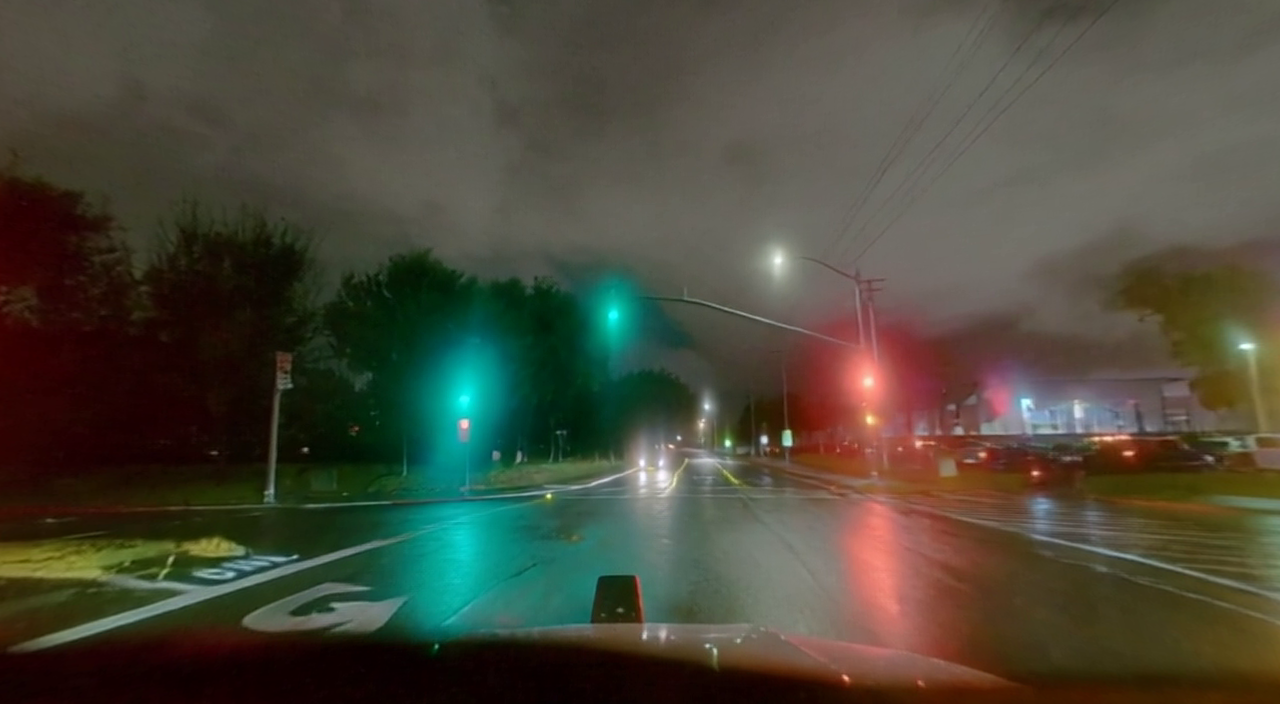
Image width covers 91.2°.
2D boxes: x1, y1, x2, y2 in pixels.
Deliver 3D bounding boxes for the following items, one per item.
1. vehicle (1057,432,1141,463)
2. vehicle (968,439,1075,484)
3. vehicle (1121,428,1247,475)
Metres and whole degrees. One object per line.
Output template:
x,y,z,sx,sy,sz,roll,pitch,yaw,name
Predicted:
24.061,5.033,33.002,1.860,1.511,3.569,-2,-8,4,vehicle
14.096,3.989,23.080,4.295,1.508,1.955,7,-11,-40,vehicle
19.818,3.593,22.800,4.522,1.546,1.941,5,-10,-30,vehicle
